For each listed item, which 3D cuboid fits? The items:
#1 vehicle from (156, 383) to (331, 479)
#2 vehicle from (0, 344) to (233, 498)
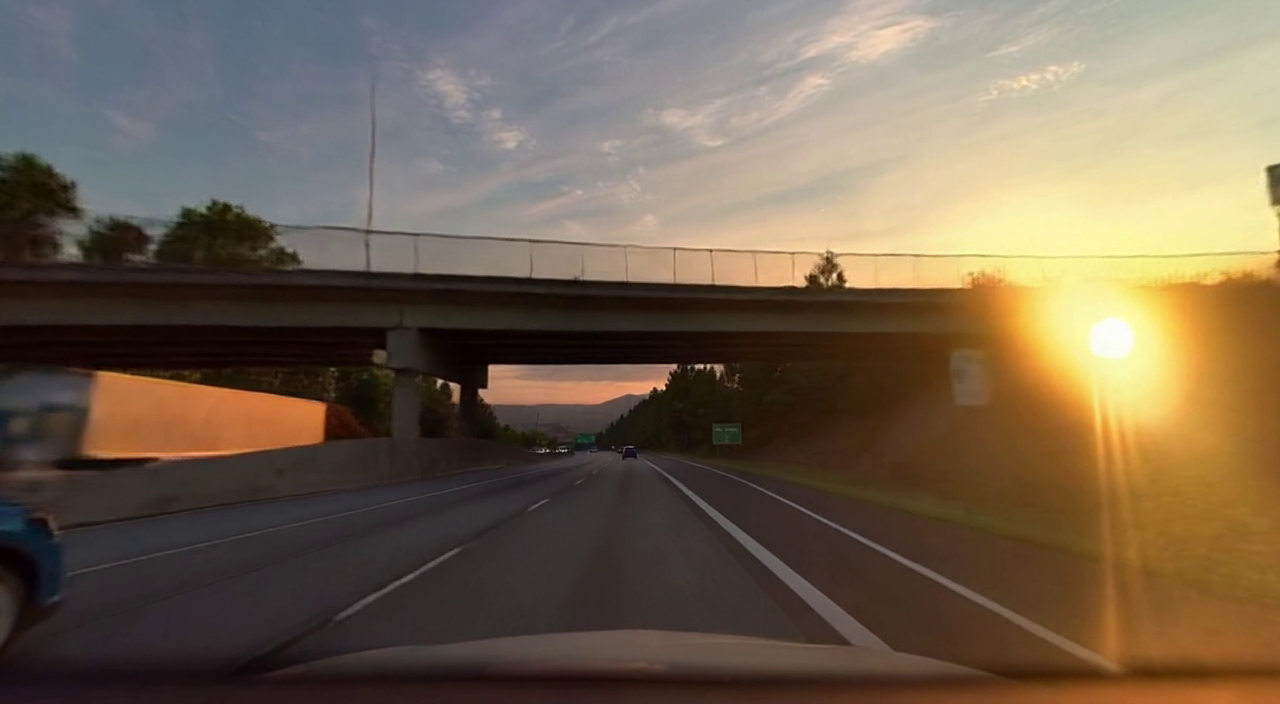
[{"bbox_3d":[-18.452,3.902,30.291,2.852,3.960,8.405,0,-9,-1],"label":"vehicle"},{"bbox_3d":[-18.262,2.458,20.638,2.912,3.980,10.503,0,-9,-1],"label":"vehicle"}]
